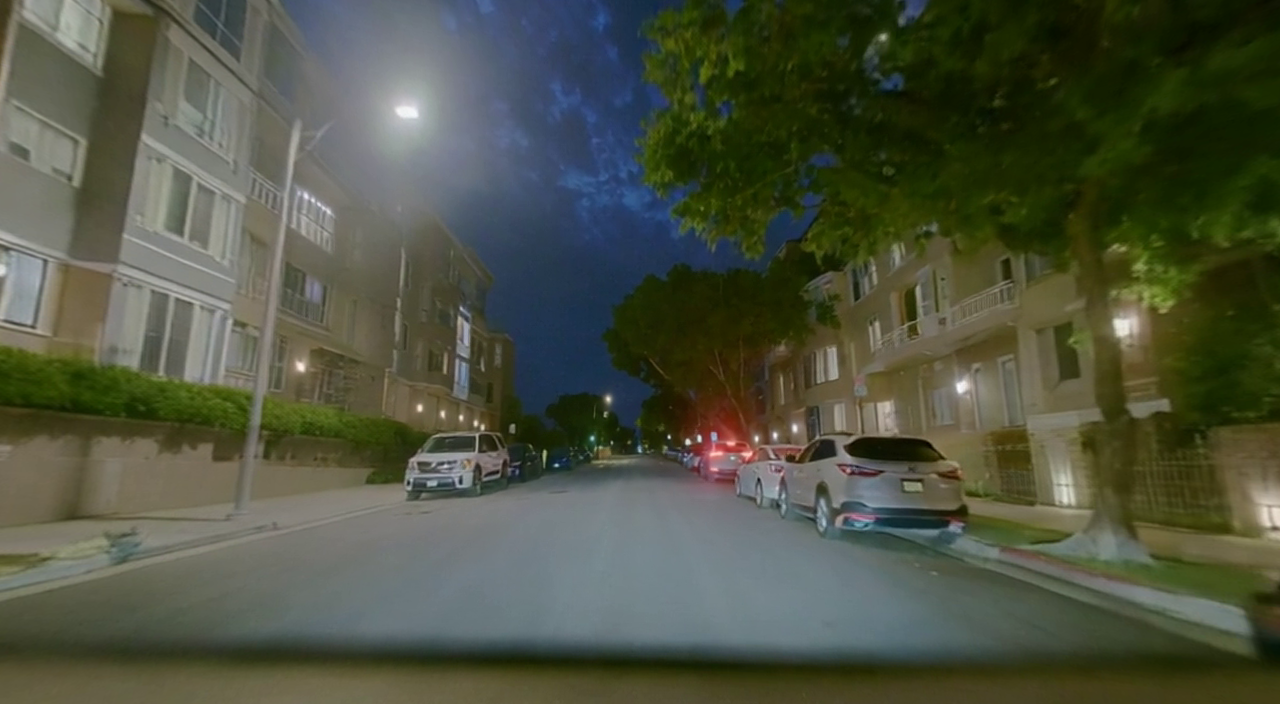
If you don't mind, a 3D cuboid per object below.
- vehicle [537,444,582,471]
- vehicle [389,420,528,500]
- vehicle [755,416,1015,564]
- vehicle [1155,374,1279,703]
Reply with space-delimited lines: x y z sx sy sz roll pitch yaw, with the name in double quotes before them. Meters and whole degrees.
"vehicle" -5.450 7.266 43.627 2.222 1.735 5.215 -1 -8 2
"vehicle" -5.530 3.495 20.333 2.596 2.152 5.689 -1 -10 2
"vehicle" 3.473 2.073 10.357 2.216 1.790 5.077 0 -8 0
"vehicle" 3.641 0.631 0.494 2.184 1.661 4.940 0 -8 -2
